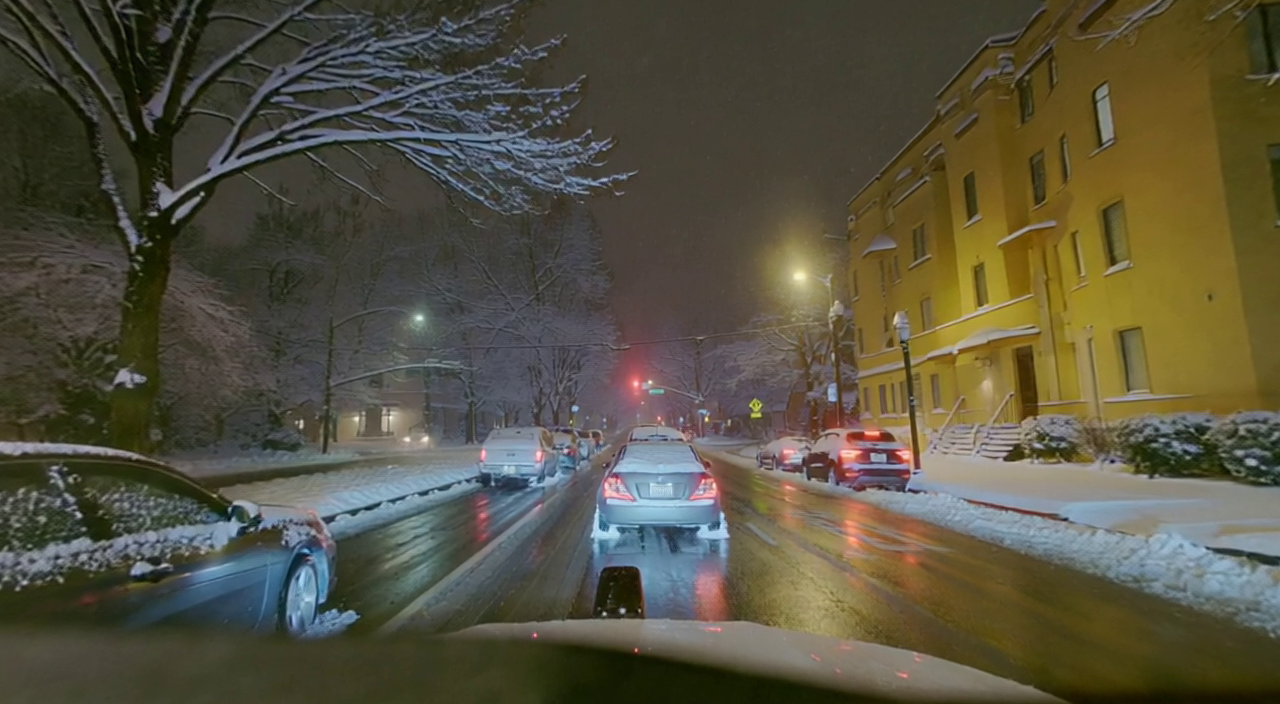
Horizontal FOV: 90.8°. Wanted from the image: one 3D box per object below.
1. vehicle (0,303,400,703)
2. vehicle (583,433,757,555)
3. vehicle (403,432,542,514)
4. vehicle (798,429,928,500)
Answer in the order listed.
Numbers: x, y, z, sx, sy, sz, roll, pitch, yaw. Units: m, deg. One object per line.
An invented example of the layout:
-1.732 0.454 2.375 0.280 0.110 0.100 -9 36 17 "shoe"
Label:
-3.269 0.931 3.386 2.152 1.802 4.628 0 -9 0 "vehicle"
0.270 1.995 9.567 2.095 1.438 3.843 0 -9 -3 "vehicle"
-3.509 2.619 14.236 1.901 1.522 4.556 0 -9 0 "vehicle"
6.342 3.256 18.664 2.025 1.808 4.579 0 -9 -2 "vehicle"
